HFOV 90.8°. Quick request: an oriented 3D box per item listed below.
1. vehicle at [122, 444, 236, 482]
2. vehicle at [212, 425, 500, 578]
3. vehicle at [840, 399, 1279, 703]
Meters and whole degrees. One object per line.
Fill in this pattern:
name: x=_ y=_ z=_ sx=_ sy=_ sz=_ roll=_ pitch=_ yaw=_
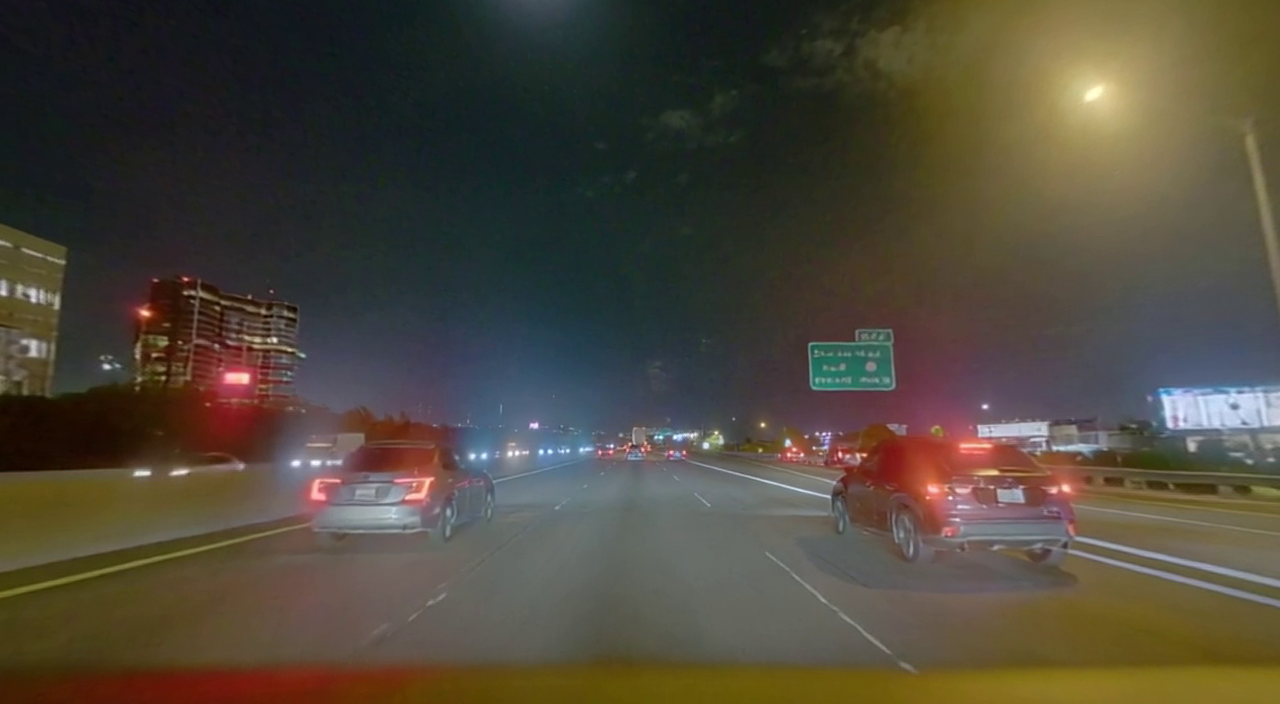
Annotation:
vehicle: x=-22.961 y=5.512 z=31.773 sx=1.881 sy=1.719 sz=5.096 roll=0 pitch=-9 yaw=-1
vehicle: x=-3.393 y=1.863 z=8.714 sx=1.879 sy=1.526 sz=4.483 roll=0 pitch=-9 yaw=0
vehicle: x=3.399 y=1.314 z=5.209 sx=1.987 sy=1.509 sz=4.512 roll=0 pitch=-9 yaw=0
